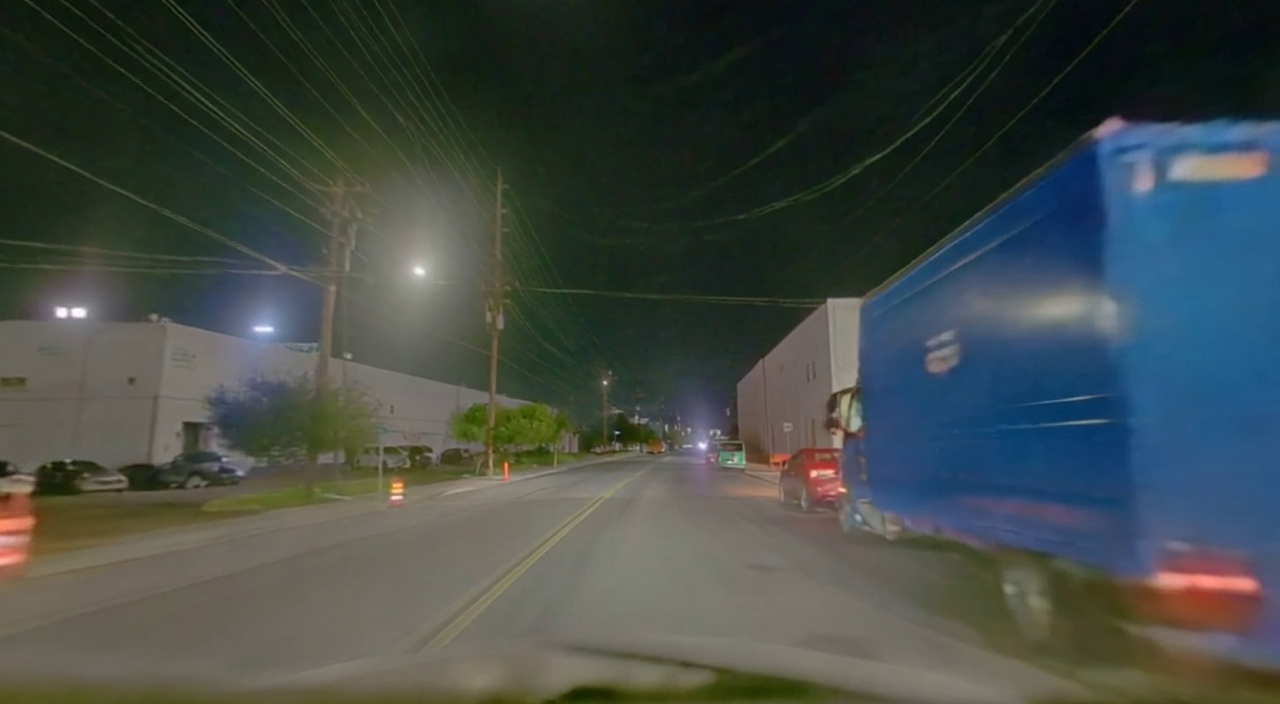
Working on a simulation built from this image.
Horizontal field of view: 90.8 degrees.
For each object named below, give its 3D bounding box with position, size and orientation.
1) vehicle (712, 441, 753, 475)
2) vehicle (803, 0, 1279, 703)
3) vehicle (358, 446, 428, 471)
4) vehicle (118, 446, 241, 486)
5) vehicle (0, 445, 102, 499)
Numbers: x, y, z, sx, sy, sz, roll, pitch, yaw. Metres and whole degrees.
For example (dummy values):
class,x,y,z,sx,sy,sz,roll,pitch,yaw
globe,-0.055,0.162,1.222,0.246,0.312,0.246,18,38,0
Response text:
class,x,y,z,sx,sy,sz,roll,pitch,yaw
vehicle,5.724,6.596,39.705,2.010,1.985,5.124,0,-8,2
vehicle,4.115,0.553,6.111,3.058,3.269,7.674,0,-9,0
vehicle,-17.433,7.503,44.897,2.102,1.628,5.130,-2,-8,11
vehicle,-22.897,5.674,31.581,4.417,1.867,2.030,1,-8,-5
vehicle,-23.235,4.372,23.049,5.007,1.837,2.050,1,-9,-7
